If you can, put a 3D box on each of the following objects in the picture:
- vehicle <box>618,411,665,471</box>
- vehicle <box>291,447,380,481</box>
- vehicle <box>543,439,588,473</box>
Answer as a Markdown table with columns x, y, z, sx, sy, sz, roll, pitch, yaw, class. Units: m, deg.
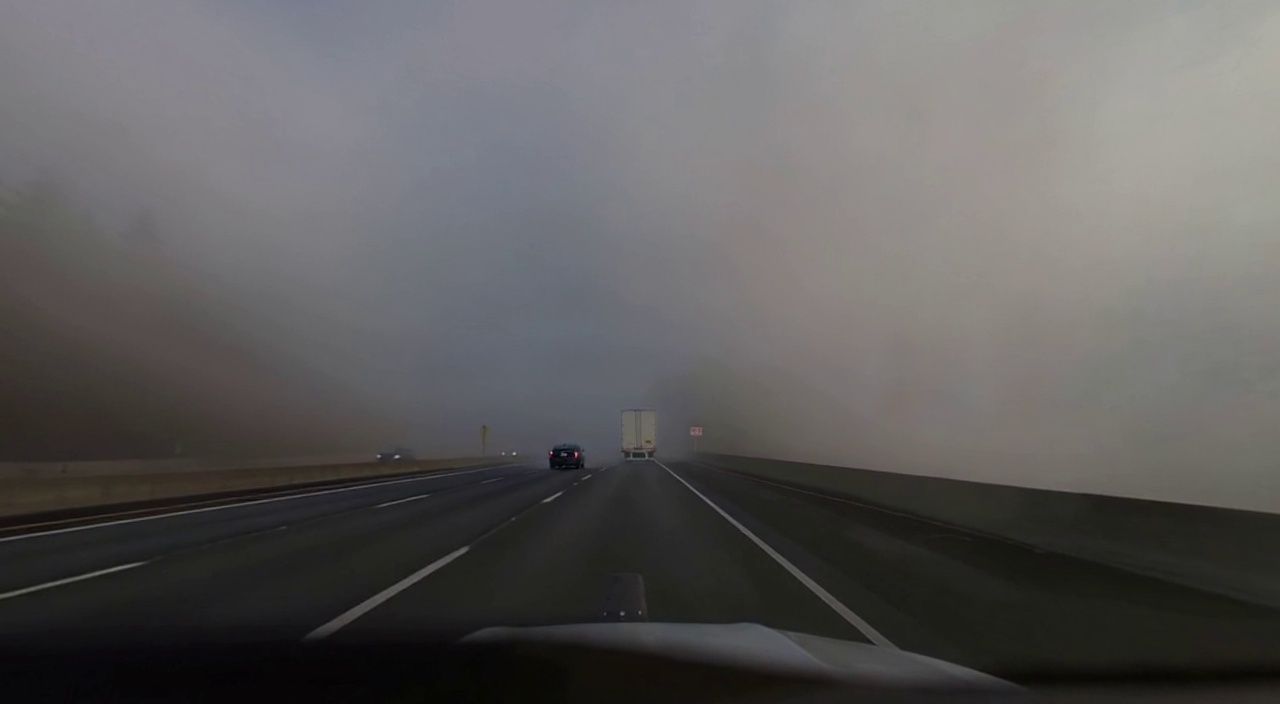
| x | y | z | sx | sy | sz | roll | pitch | yaw | class |
| --- | --- | --- | --- | --- | --- | --- | --- | --- | --- |
| -0.091 | 6.489 | 45.739 | 2.839 | 3.734 | 11.781 | 0 | -9 | -3 | vehicle |
| -14.495 | 5.332 | 30.359 | 1.897 | 1.441 | 4.634 | 0 | -9 | 1 | vehicle |
| -4.396 | 6.244 | 38.026 | 2.139 | 1.925 | 4.312 | 0 | -9 | 0 | vehicle |
